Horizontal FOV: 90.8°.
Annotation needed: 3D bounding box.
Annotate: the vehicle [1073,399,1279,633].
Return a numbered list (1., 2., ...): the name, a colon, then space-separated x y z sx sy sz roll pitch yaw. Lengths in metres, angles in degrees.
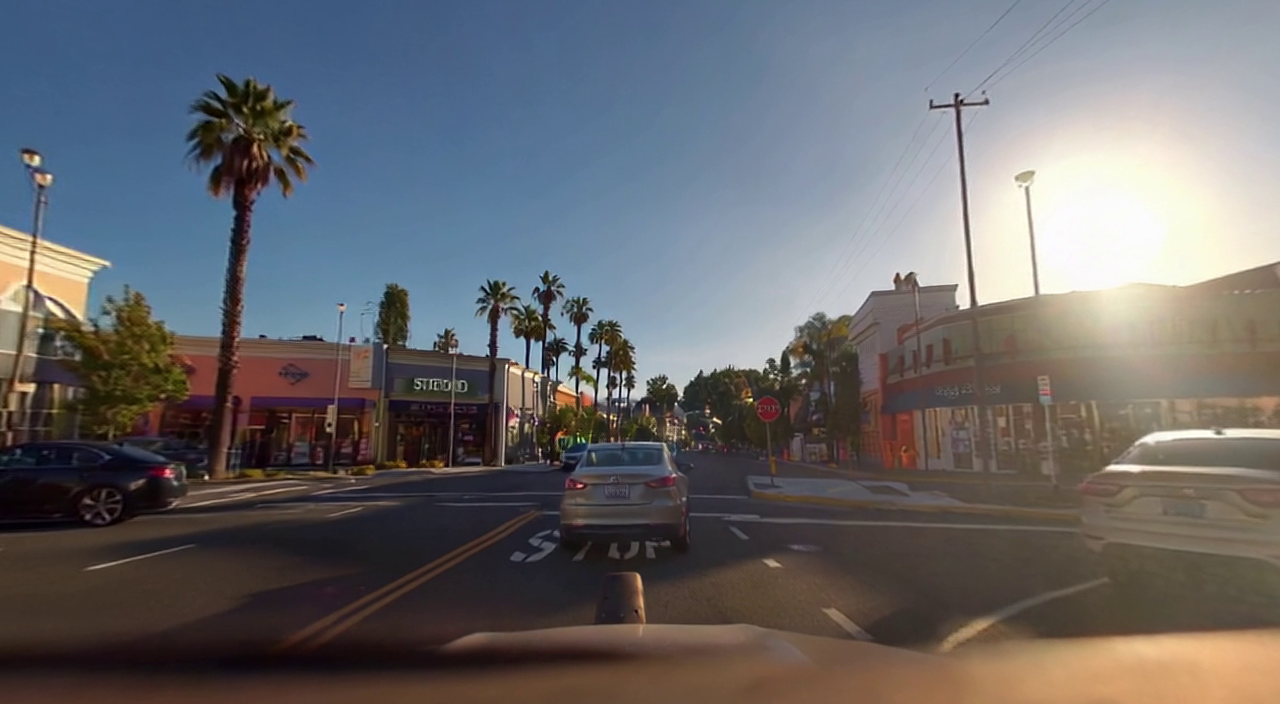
1. vehicle: 6.101 1.431 6.285 4.623 1.650 1.937 8 -12 -44

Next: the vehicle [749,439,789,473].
1. vehicle: 9.466 7.586 46.394 2.467 2.369 1.577 4 -9 -37

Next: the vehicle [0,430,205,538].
1. vehicle: -10.797 2.344 11.550 2.089 1.731 4.223 -9 -12 44

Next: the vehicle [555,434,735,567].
1. vehicle: 0.172 1.980 9.183 2.031 1.479 3.969 -1 -9 4
